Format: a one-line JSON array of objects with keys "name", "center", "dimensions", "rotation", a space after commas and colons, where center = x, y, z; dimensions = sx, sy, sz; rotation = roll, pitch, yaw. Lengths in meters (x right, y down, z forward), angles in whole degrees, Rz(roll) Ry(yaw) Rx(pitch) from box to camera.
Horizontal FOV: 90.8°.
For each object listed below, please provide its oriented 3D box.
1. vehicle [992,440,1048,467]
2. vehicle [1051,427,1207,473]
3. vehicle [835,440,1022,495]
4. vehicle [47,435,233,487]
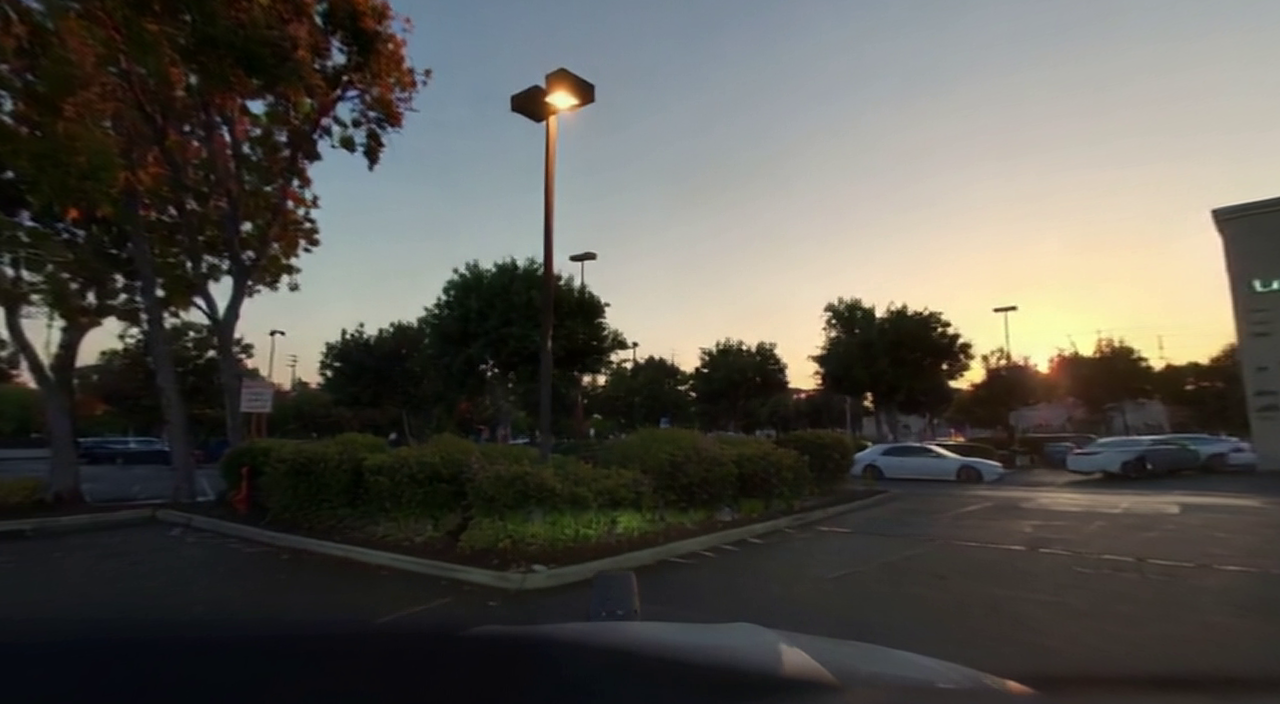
[{"name": "vehicle", "center": [21.177, 5.627, 35.169], "dimensions": [2.190, 1.441, 3.759], "rotation": [-7, -11, 36]}, {"name": "vehicle", "center": [20.619, 4.190, 26.901], "dimensions": [4.939, 1.664, 2.055], "rotation": [-8, -8, 35]}, {"name": "vehicle", "center": [8.663, 3.444, 19.215], "dimensions": [4.772, 1.441, 1.976], "rotation": [-7, -11, 36]}, {"name": "vehicle", "center": [-17.725, 3.848, 22.654], "dimensions": [1.921, 1.632, 4.752], "rotation": [-7, -11, 36]}]
